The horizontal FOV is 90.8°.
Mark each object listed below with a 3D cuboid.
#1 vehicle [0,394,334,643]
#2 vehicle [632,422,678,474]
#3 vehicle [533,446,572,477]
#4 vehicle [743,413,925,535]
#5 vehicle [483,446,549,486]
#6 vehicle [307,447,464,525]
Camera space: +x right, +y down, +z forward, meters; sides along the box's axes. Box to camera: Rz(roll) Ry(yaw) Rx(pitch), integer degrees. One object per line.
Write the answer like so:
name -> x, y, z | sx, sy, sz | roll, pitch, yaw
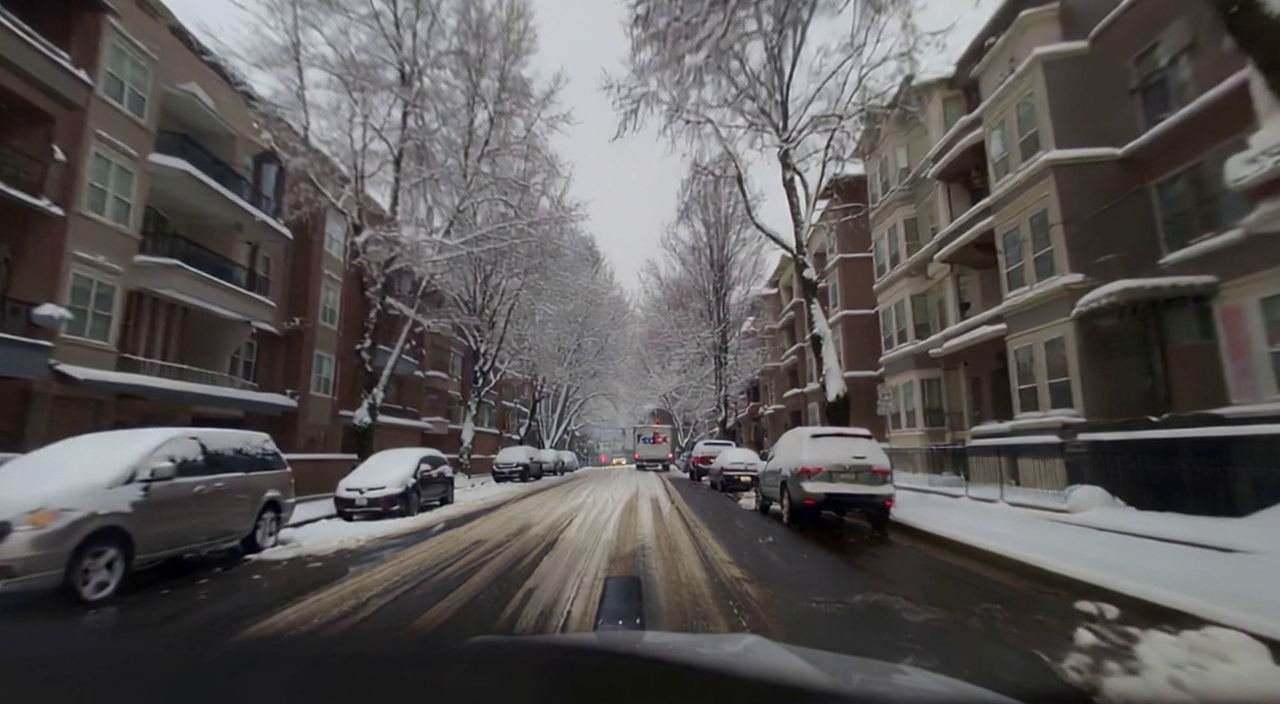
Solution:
vehicle -> -5.701, 1.618, 7.212 | 2.098, 1.894, 4.616 | 0, -9, 0
vehicle -> 0.875, 6.729, 44.504 | 2.930, 3.275, 8.180 | 0, -9, -1
vehicle -> -5.599, 7.062, 40.991 | 2.020, 1.867, 4.654 | 0, -9, -1
vehicle -> 3.597, 2.351, 12.709 | 2.099, 2.018, 4.087 | 0, -9, -4
vehicle -> -5.737, 5.303, 29.759 | 2.089, 1.757, 4.256 | 0, -9, 2
vehicle -> -5.776, 3.046, 15.020 | 1.888, 1.546, 4.306 | 0, -9, 1
